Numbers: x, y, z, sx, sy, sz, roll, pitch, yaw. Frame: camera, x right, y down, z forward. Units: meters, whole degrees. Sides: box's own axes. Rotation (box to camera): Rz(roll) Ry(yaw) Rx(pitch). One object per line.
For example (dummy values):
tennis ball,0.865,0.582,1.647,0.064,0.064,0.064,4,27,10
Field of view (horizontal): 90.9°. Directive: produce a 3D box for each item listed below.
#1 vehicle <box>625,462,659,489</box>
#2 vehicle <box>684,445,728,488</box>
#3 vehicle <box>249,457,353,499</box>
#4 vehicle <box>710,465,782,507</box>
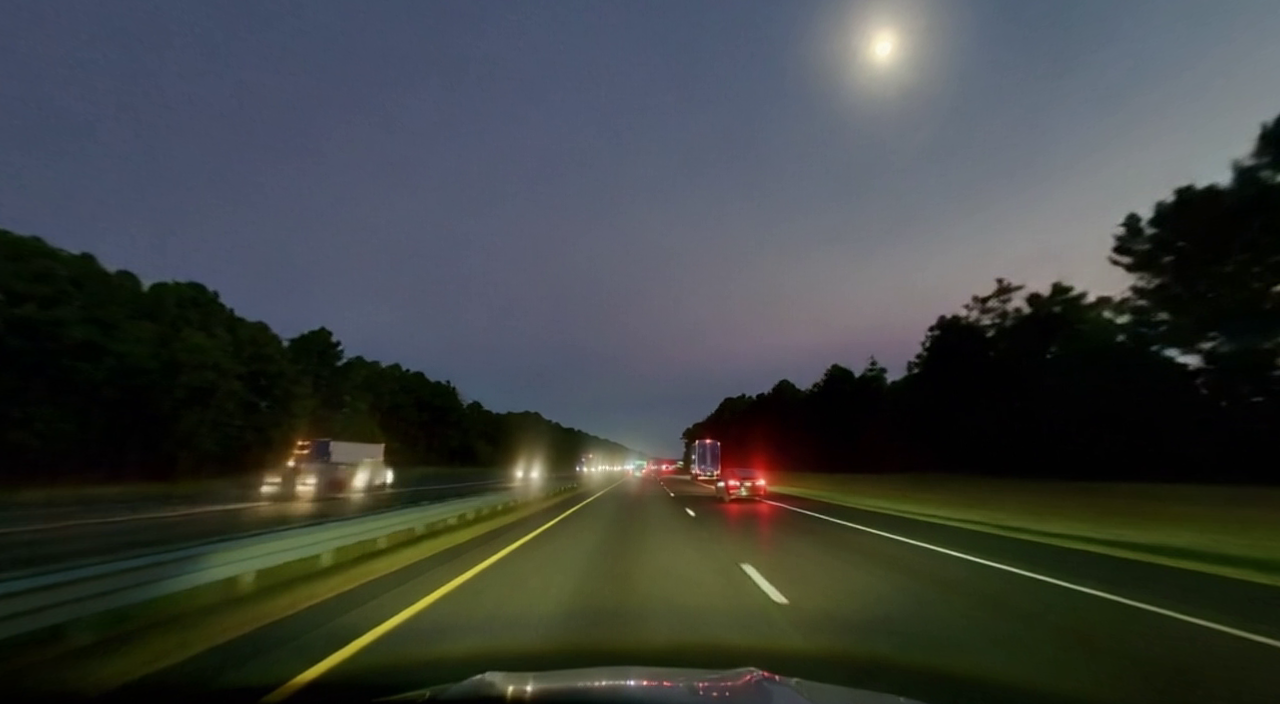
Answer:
vehicle,0.153,8.419,43.008,2.212,1.717,4.452,1,-10,1
vehicle,4.907,8.700,47.775,2.563,2.975,6.941,1,-10,0
vehicle,-13.493,5.027,25.365,1.971,1.518,3.749,1,-10,1
vehicle,4.323,5.591,26.650,2.073,1.532,4.969,1,-10,-1
